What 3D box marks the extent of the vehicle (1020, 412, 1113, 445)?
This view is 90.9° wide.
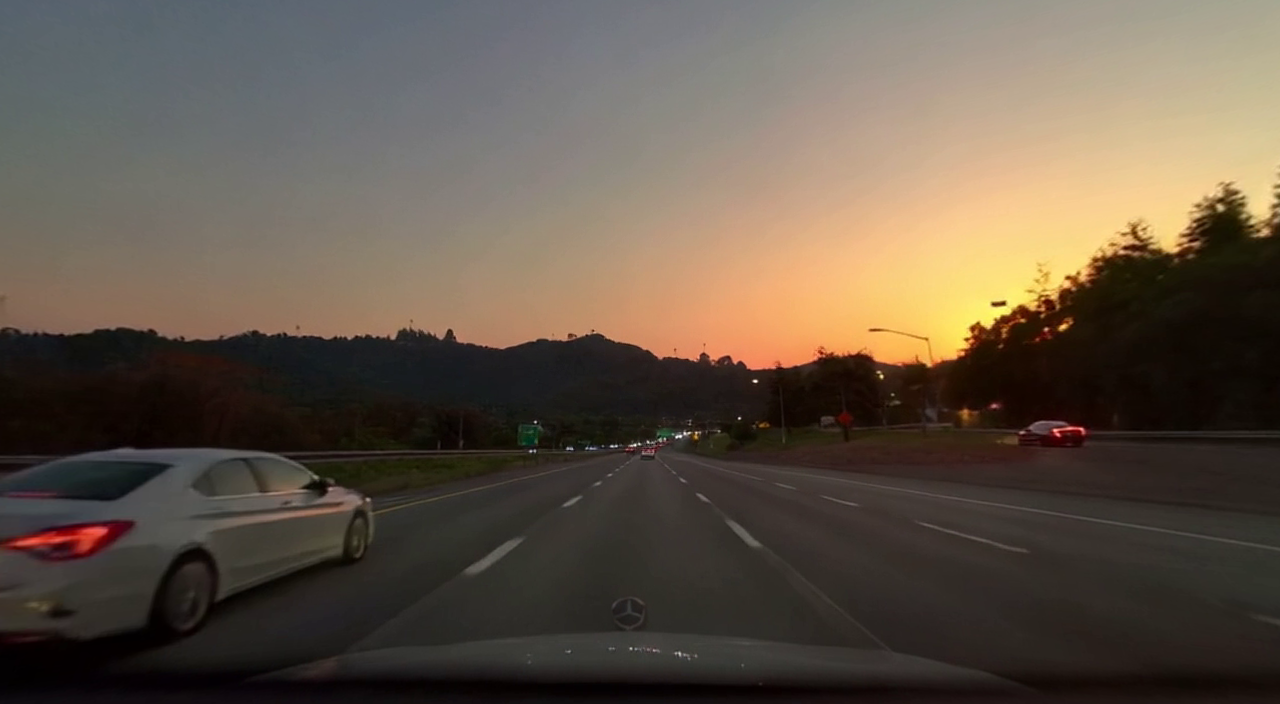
[{"bbox_3d":[23.956,4.374,35.656,2.235,1.713,4.397,0,-8,2],"label":"vehicle"}]

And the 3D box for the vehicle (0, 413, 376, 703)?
[{"bbox_3d":[-4.133,1.371,5.116,2.021,1.526,4.385,0,-8,1],"label":"vehicle"}]
